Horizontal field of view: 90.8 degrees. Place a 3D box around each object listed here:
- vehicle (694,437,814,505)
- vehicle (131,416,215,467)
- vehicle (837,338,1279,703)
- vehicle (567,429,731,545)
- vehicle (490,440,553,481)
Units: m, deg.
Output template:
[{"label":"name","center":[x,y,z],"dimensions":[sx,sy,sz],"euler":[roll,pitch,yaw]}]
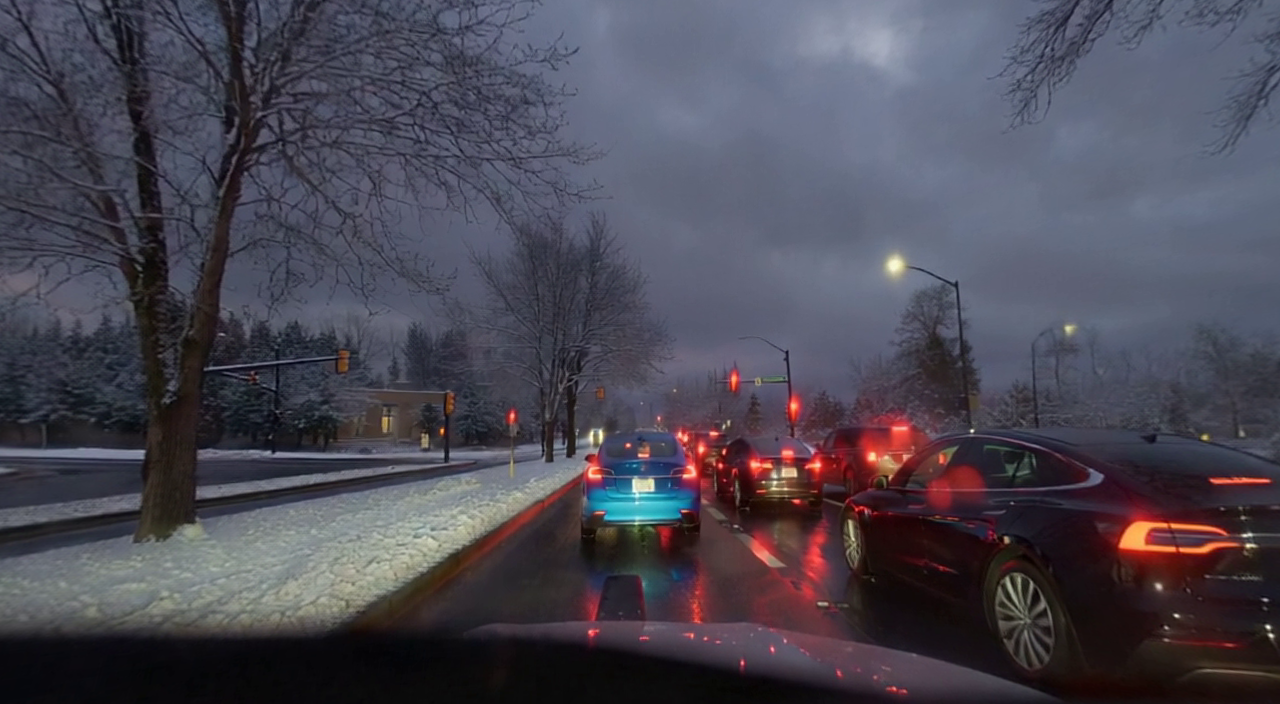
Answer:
[{"label":"vehicle","center":[2.698,2.932,16.037],"dimensions":[2.058,1.466,4.208],"euler":[0,-8,-3]},{"label":"vehicle","center":[-29.260,5.617,39.706],"dimensions":[2.608,2.990,3.026],"euler":[2,-8,3]},{"label":"vehicle","center":[3.191,1.106,4.295],"dimensions":[2.167,1.676,4.443],"euler":[0,-8,-1]},{"label":"vehicle","center":[0.029,2.087,10.481],"dimensions":[2.147,1.499,4.240],"euler":[0,-8,-2]},{"label":"vehicle","center":[-4.633,4.290,25.273],"dimensions":[1.972,1.457,4.171],"euler":[0,-8,-4]}]
